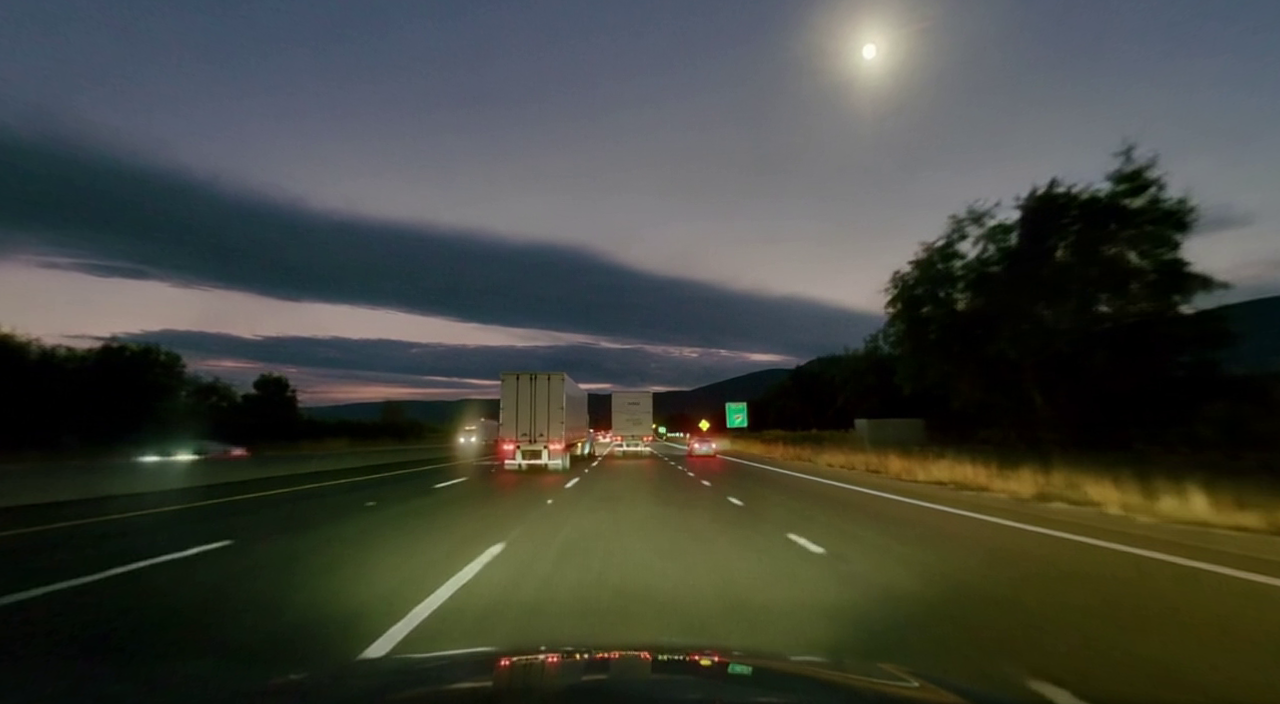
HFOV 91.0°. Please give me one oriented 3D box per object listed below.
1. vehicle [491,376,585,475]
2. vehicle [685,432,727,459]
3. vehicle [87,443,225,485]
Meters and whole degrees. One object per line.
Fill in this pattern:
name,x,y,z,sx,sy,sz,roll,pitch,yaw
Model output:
vehicle,-3.799,3.004,25.220,2.728,3.405,7.096,0,-8,-1
vehicle,3.734,5.367,36.149,1.891,1.477,3.599,0,-8,-2
vehicle,-19.302,4.461,25.454,1.866,1.486,4.795,0,-8,-1
